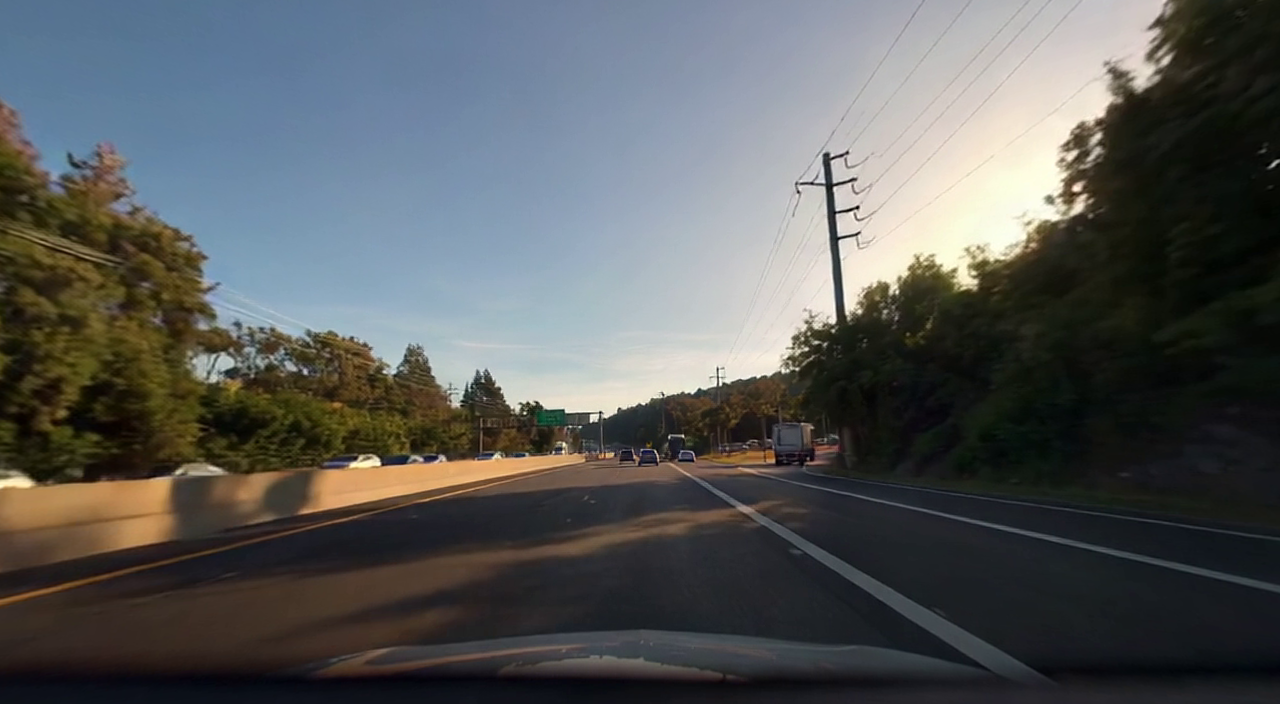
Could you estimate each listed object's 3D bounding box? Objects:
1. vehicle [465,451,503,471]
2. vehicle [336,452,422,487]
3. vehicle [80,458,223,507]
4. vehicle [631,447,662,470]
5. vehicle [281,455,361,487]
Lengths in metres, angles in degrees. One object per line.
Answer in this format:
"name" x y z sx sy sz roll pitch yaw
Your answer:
"vehicle" -11.837 8.305 48.048 1.801 1.424 4.135 0 -9 1
"vehicle" -11.604 5.219 28.382 1.903 1.432 4.475 0 -9 0
"vehicle" -18.991 5.055 24.858 1.801 1.638 4.739 0 -9 0
"vehicle" 0.479 7.601 45.142 2.111 1.599 3.859 0 -9 1
"vehicle" -16.016 5.975 31.901 1.800 1.446 4.274 0 -9 0
